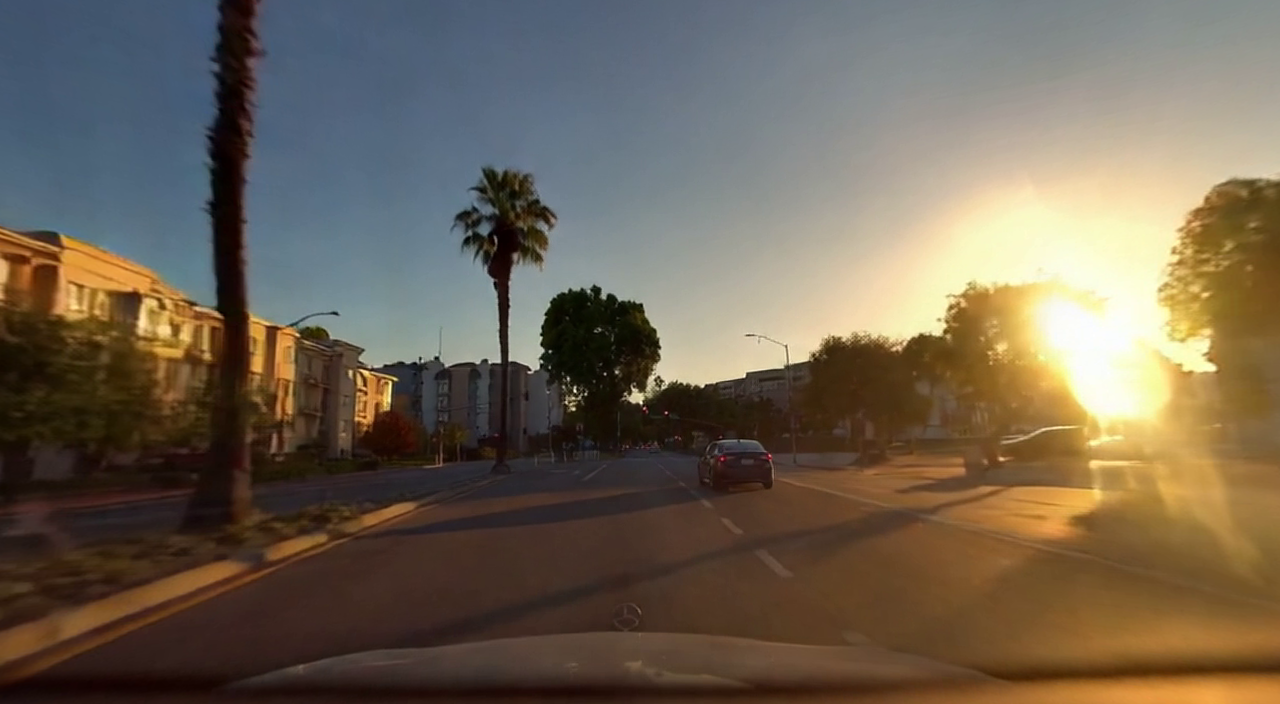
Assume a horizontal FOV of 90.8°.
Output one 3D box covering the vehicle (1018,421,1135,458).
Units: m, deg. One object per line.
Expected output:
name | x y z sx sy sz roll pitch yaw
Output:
vehicle | 22.314 4.526 32.469 4.383 1.815 2.061 -1 -9 2

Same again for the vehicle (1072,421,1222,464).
vehicle | 22.290 3.997 27.908 4.781 1.600 1.986 -3 -8 1

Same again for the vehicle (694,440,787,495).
vehicle | 2.862 3.387 18.965 1.964 1.448 4.295 0 -9 -2
